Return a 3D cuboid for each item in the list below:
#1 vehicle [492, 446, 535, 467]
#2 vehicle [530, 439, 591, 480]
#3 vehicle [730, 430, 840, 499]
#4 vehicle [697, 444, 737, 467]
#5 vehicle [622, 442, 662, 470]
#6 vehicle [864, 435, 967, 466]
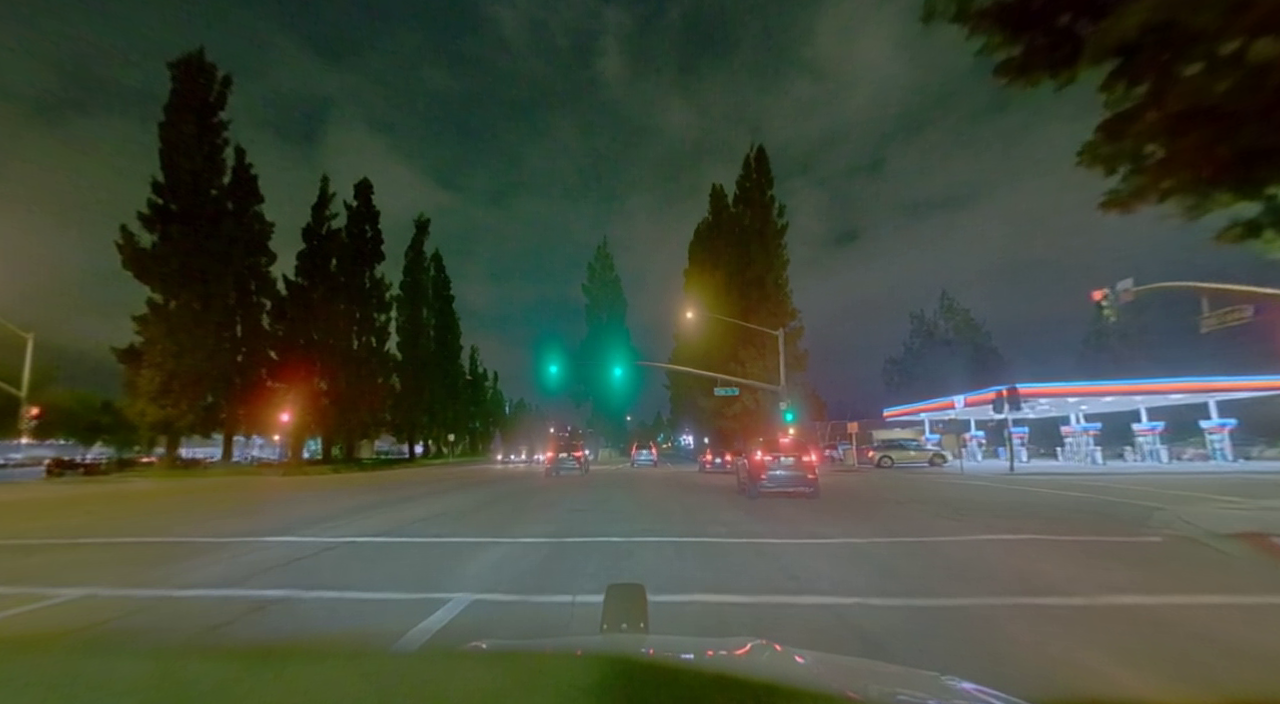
[{"bbox_3d":[-9.091,7.552,45.733,2.023,1.433,4.699,-1,-8,2],"label":"vehicle"},{"bbox_3d":[-3.304,4.564,26.989,2.023,1.607,4.086,0,-8,1],"label":"vehicle"},{"bbox_3d":[3.899,3.108,17.753,2.022,1.683,4.171,0,-8,-1],"label":"vehicle"},{"bbox_3d":[5.112,6.962,42.567,2.174,1.462,4.400,0,-8,0],"label":"vehicle"},{"bbox_3d":[0.115,5.914,36.014,2.104,1.477,4.591,0,-8,0],"label":"vehicle"},{"bbox_3d":[18.333,6.572,42.094,5.585,1.866,2.607,-1,-9,-3],"label":"vehicle"}]
